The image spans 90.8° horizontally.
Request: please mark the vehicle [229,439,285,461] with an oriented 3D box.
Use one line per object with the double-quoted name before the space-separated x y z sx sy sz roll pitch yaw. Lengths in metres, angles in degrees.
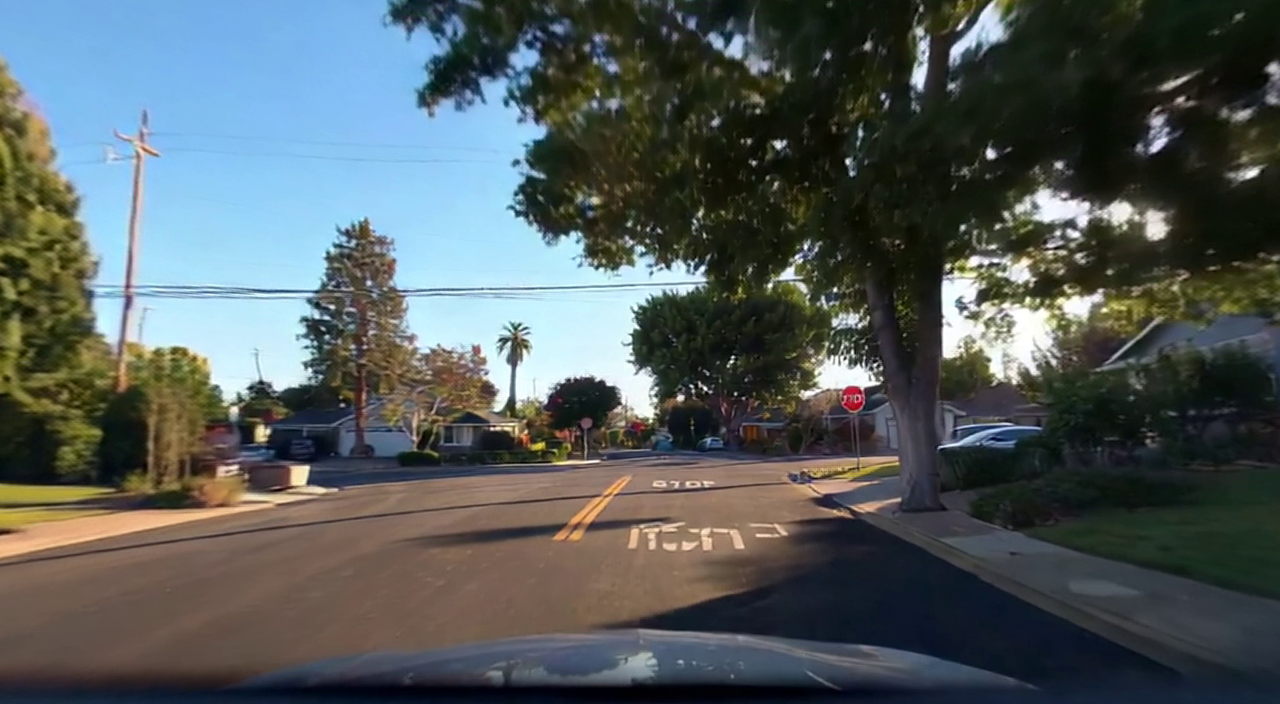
"vehicle" -24.619 6.296 40.769 1.864 1.337 3.943 3 -8 -13
